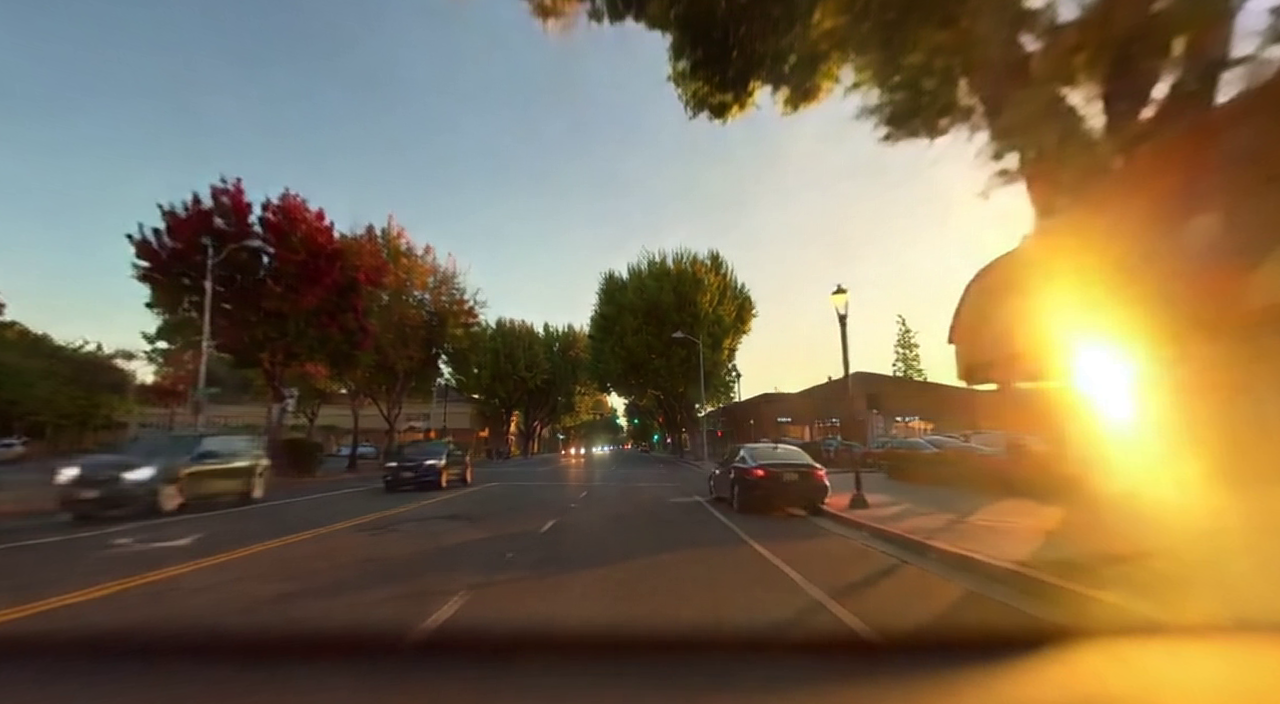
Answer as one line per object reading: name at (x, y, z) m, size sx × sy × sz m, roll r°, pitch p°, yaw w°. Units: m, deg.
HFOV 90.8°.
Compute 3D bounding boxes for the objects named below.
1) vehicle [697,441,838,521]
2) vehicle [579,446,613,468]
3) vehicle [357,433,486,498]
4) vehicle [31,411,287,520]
vehicle at (2.633, 2.820, 14.347) m, size 2.034 × 1.491 × 4.618 m, roll 1°, pitch -9°, yaw -3°
vehicle at (-3.143, 7.660, 46.140) m, size 2.122 × 1.469 × 4.388 m, roll 0°, pitch -9°, yaw 0°
vehicle at (-6.774, 3.585, 20.368) m, size 2.371 × 1.800 × 4.987 m, roll 0°, pitch -9°, yaw 0°
vehicle at (-10.399, 2.498, 14.302) m, size 2.088 × 2.031 × 4.616 m, roll 0°, pitch -9°, yaw 0°
